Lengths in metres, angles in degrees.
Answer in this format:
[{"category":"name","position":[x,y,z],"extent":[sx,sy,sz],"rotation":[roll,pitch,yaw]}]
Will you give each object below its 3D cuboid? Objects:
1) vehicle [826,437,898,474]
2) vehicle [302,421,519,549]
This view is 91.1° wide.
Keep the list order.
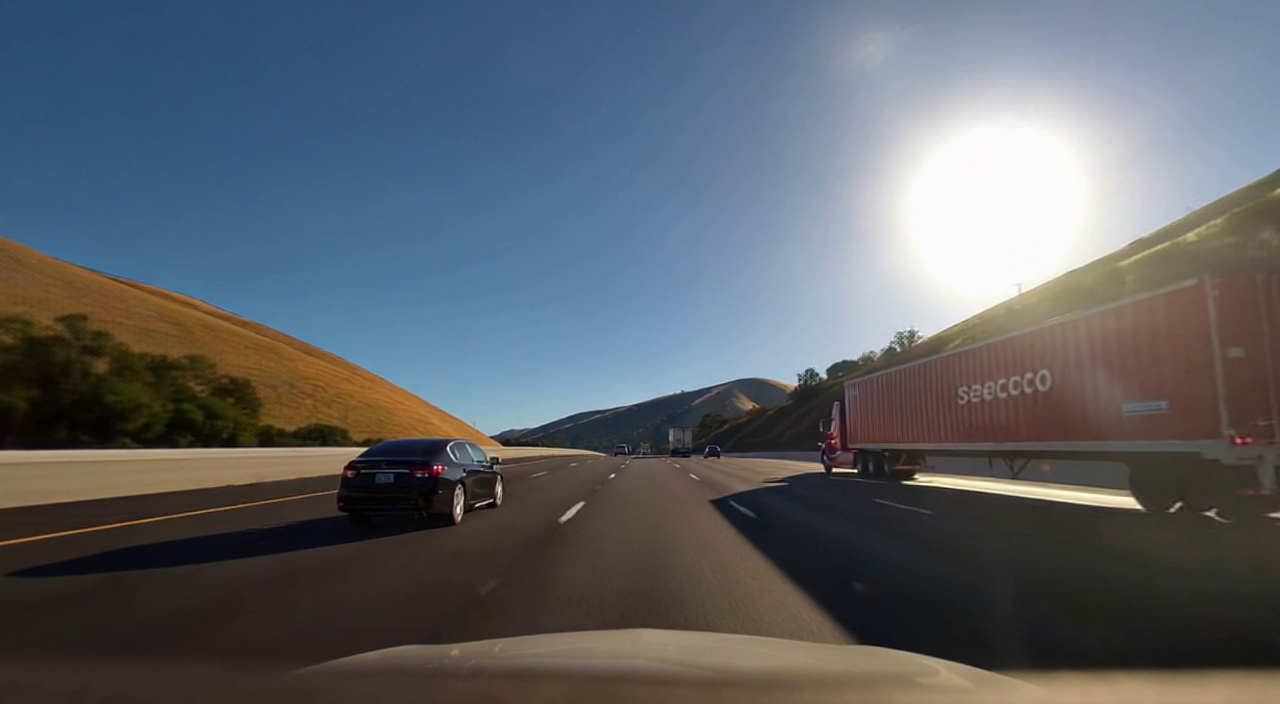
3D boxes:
[{"category":"vehicle","position":[11.292,5.296,32.308],"extent":[2.062,1.736,4.589],"rotation":[0,-8,0]},{"category":"vehicle","position":[-3.303,1.987,10.009],"extent":[1.967,1.615,3.886],"rotation":[0,-8,0]}]
